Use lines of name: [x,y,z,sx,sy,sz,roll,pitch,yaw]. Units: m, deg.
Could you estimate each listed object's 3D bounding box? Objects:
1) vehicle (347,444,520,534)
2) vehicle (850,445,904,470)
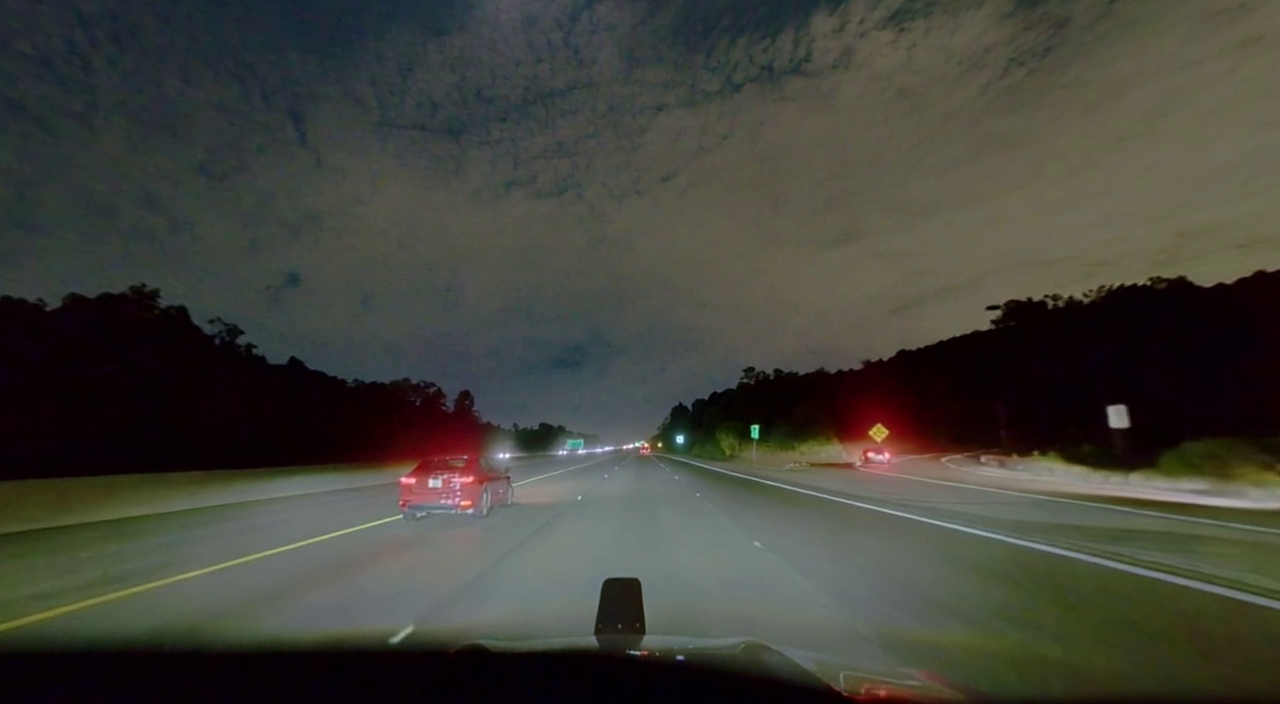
vehicle: [-3.812,2.603,12.624,1.873,1.438,4.546,-1,-9,1]
vehicle: [14.528,6.503,38.913,1.805,1.427,4.447,-1,-9,3]
